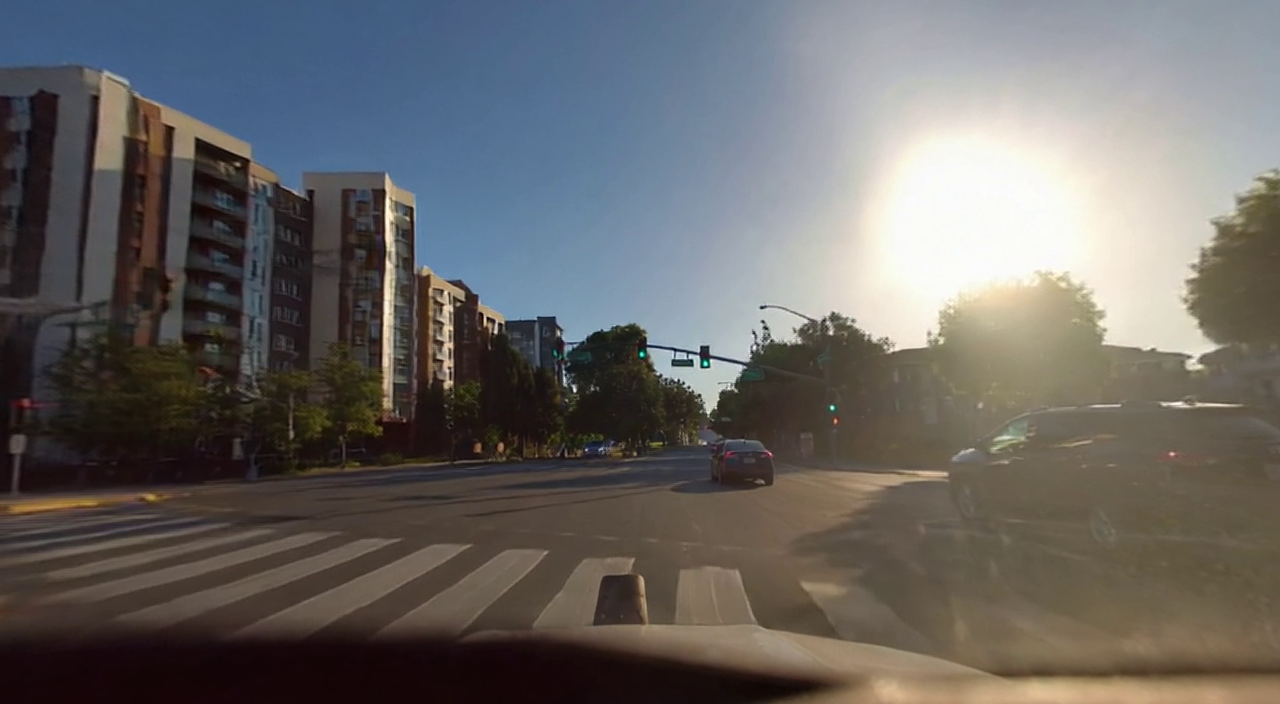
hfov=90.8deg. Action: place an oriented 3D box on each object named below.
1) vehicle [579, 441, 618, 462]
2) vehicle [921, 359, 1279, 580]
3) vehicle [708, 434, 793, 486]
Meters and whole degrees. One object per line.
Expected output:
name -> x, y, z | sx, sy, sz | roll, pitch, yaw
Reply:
vehicle -> -3.016, 7.384, 47.035 | 2.032, 1.484, 4.437 | -1, -8, 8
vehicle -> 6.431, 1.495, 8.736 | 2.427, 2.017, 5.763 | 0, -8, 0
vehicle -> 3.432, 3.455, 20.484 | 2.003, 1.480, 4.494 | 0, -8, 1
